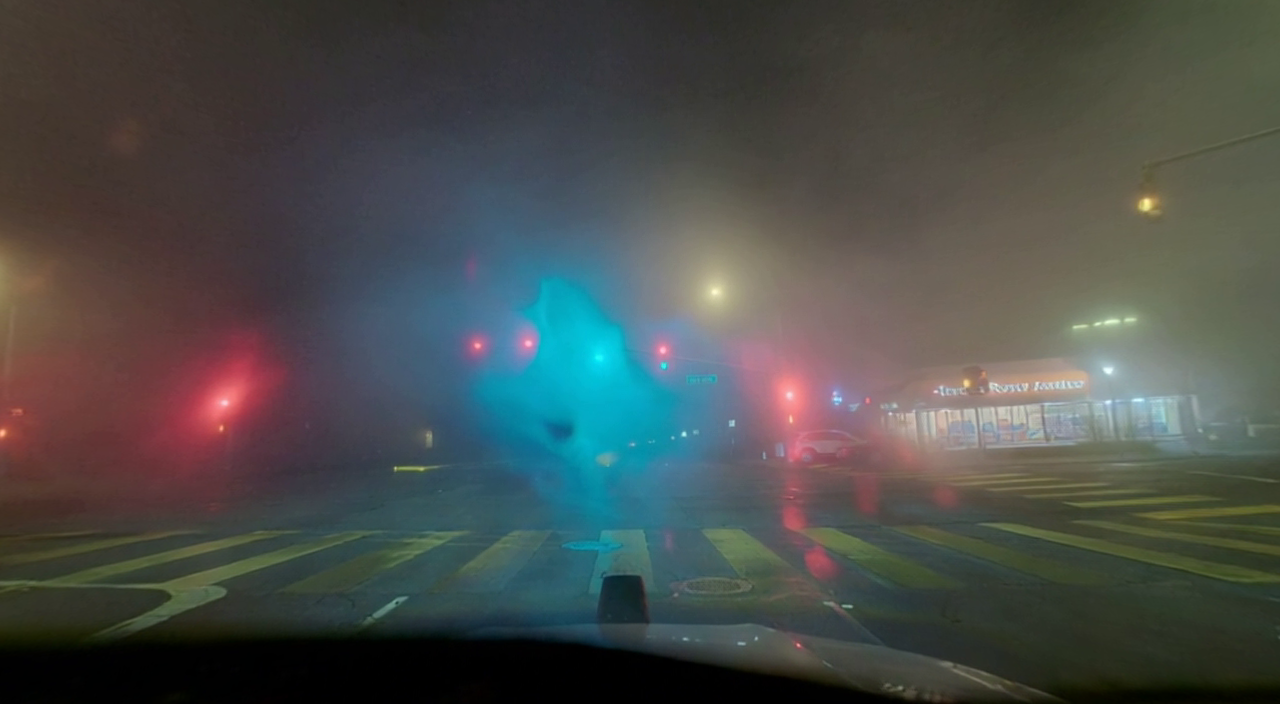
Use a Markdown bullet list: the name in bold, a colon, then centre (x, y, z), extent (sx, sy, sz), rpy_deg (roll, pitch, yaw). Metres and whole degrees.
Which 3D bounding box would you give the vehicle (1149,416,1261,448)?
- **vehicle**: centre (28.274, 4.079, 31.729), extent (1.799, 1.459, 4.266), rpy_deg (0, -8, 3)
